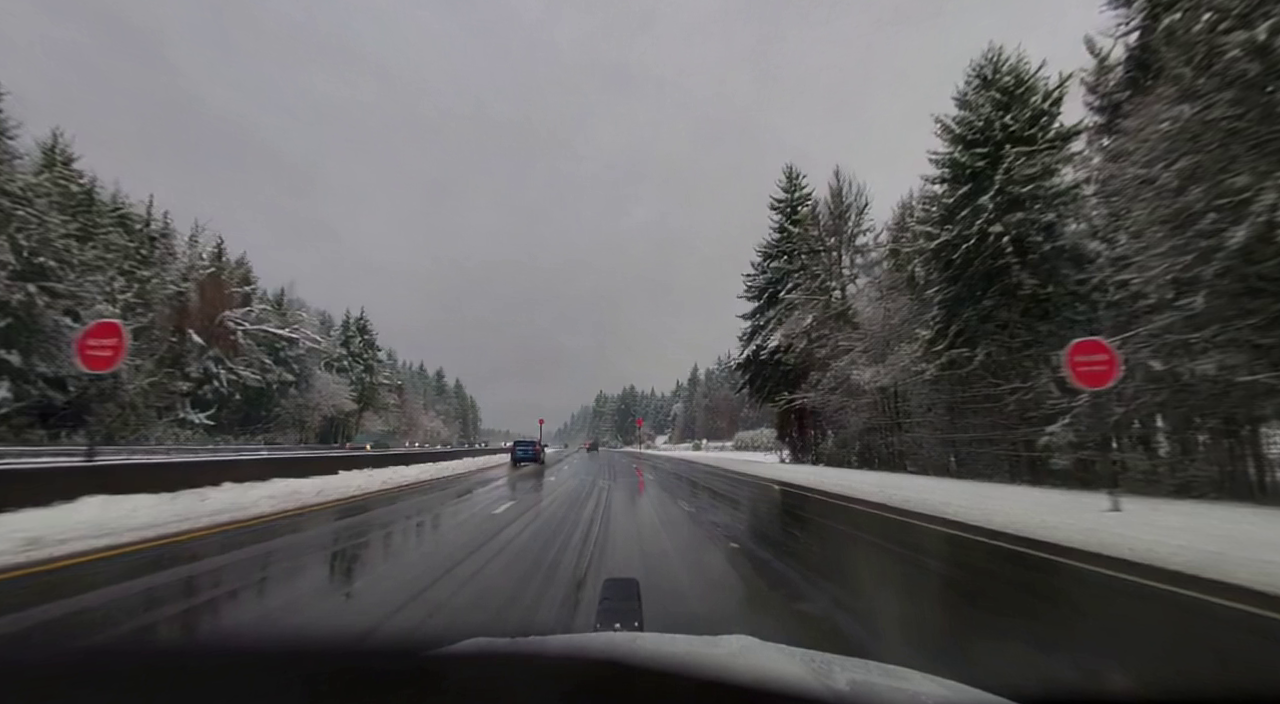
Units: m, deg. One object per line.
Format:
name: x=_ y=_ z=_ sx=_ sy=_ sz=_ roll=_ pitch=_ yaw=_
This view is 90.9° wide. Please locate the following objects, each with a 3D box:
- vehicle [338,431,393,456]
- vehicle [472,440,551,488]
vehicle: x=-18.486 y=6.182 z=42.649 sx=2.029 sy=1.579 sz=4.139 roll=0 pitch=-8 yaw=-3
vehicle: x=-4.024 y=3.557 z=20.404 sx=1.874 sy=1.369 sz=3.875 roll=0 pitch=-8 yaw=-2
